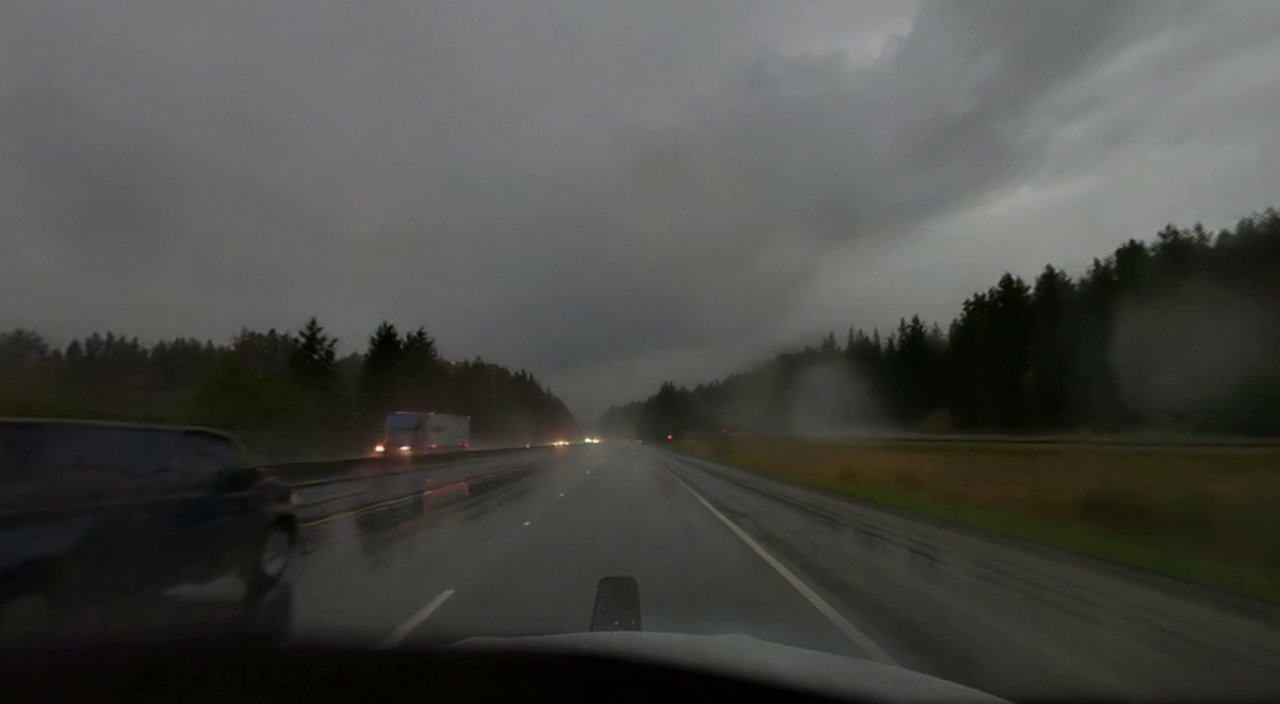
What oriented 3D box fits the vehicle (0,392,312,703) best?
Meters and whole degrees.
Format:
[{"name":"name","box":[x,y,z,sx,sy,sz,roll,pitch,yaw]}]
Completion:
[{"name":"vehicle","box":[-4.250,1.078,3.586,2.202,1.587,4.754,-1,-8,0]}]

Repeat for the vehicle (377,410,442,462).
[{"name":"vehicle","box":[-18.124,6.689,49.929,2.950,3.801,5.860,-1,-8,-1]}]
